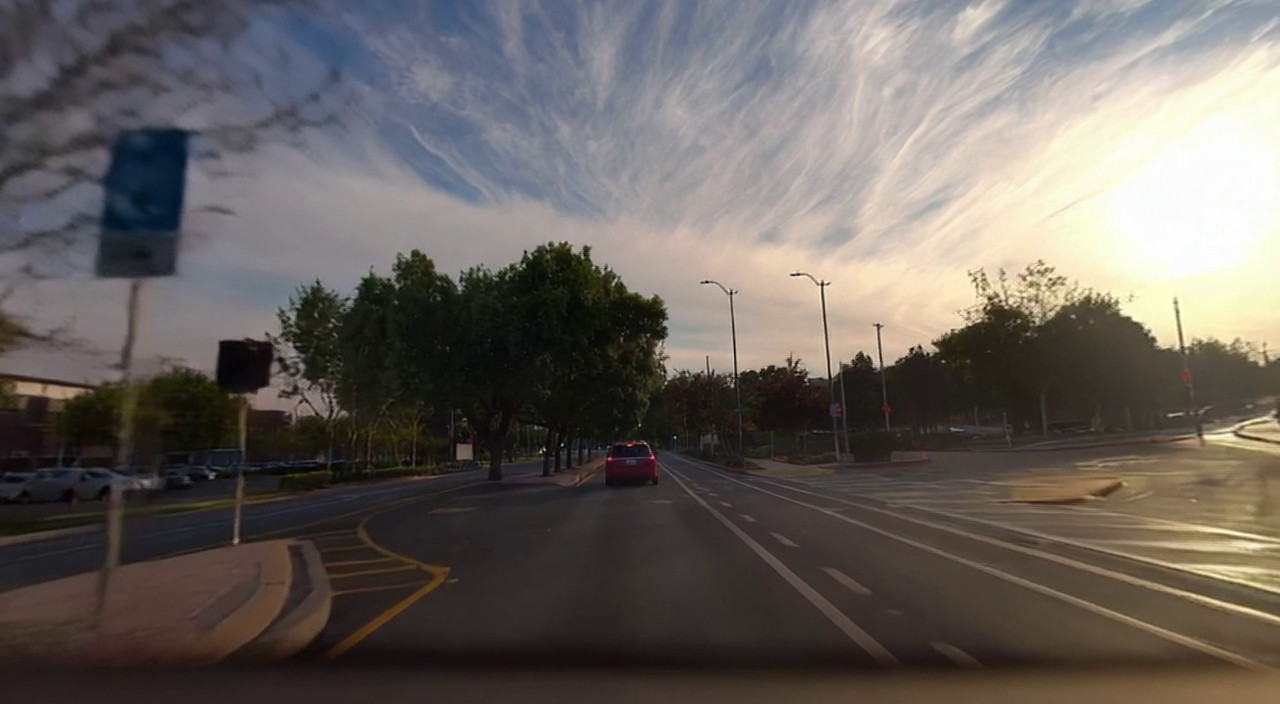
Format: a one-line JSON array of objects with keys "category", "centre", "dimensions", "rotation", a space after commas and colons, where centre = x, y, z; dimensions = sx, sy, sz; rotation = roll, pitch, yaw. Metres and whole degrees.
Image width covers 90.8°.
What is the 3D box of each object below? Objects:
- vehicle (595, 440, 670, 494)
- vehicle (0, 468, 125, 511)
[{"category": "vehicle", "centre": [-0.229, 3.727, 20.840], "dimensions": [2.221, 1.570, 4.398], "rotation": [0, -9, 0]}, {"category": "vehicle", "centre": [-23.015, 5.339, 24.638], "dimensions": [4.086, 1.478, 1.844], "rotation": [0, -8, -4]}]
